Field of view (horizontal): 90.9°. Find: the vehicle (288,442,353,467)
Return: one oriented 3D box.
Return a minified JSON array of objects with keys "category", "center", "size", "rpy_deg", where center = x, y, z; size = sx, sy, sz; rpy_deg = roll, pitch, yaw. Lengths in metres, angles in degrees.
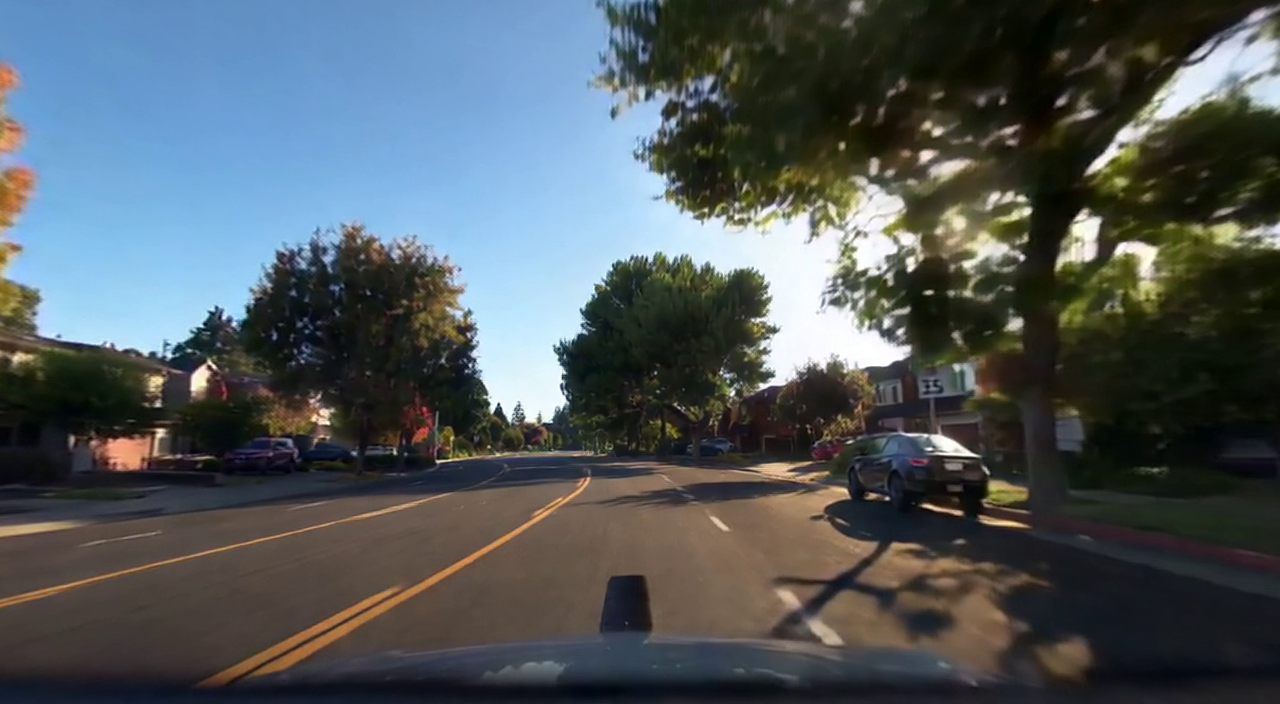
[{"category":"vehicle","center":[-24.829,7.941,49.138],"size":[4.128,1.861,1.959],"rpy_deg":[2,-9,-15]}]

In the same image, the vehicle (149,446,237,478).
[{"category":"vehicle","center":[-21.529,5.286,30.530],"size":[1.764,1.443,3.941],"rpy_deg":[2,-9,-8]}]

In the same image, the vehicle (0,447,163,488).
[{"category":"vehicle","center":[-21.271,4.365,24.011],"size":[4.654,1.442,2.155],"rpy_deg":[-1,-9,7]}]

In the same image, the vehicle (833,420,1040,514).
[{"category":"vehicle","center":[6.749,2.670,15.143],"size":[2.315,1.869,4.678],"rpy_deg":[1,-9,-6]}]

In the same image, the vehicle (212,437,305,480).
[{"category":"vehicle","center":[-18.644,5.191,31.097],"size":[2.077,1.948,4.705],"rpy_deg":[1,-9,-7]}]
